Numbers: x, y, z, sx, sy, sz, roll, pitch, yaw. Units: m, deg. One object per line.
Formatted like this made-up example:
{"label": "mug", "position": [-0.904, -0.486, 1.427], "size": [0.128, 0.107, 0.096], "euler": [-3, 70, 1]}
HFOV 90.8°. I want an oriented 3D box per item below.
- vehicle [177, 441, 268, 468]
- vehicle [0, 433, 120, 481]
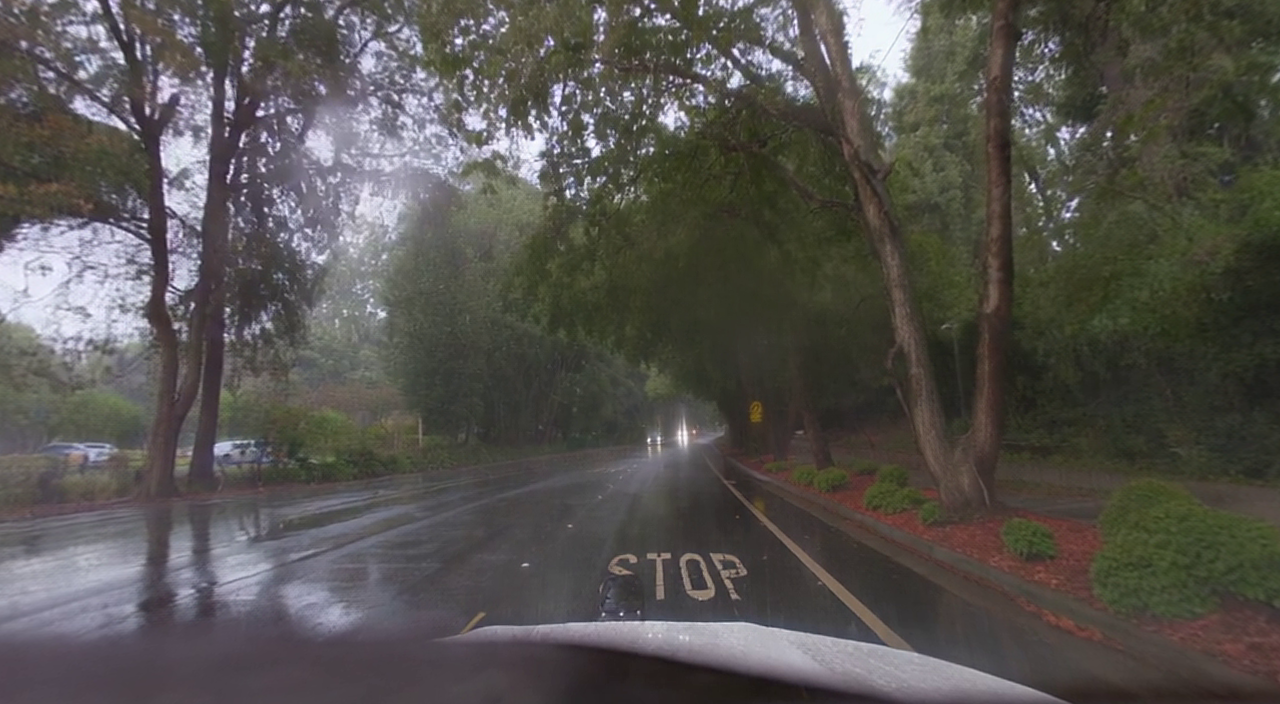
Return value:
{"label": "vehicle", "position": [-24.807, 6.097, 37.632], "size": [4.007, 1.459, 1.952], "euler": [-1, -9, 0]}
{"label": "vehicle", "position": [-28.356, 5.080, 30.617], "size": [4.733, 1.892, 1.939], "euler": [-4, -4, 2]}
